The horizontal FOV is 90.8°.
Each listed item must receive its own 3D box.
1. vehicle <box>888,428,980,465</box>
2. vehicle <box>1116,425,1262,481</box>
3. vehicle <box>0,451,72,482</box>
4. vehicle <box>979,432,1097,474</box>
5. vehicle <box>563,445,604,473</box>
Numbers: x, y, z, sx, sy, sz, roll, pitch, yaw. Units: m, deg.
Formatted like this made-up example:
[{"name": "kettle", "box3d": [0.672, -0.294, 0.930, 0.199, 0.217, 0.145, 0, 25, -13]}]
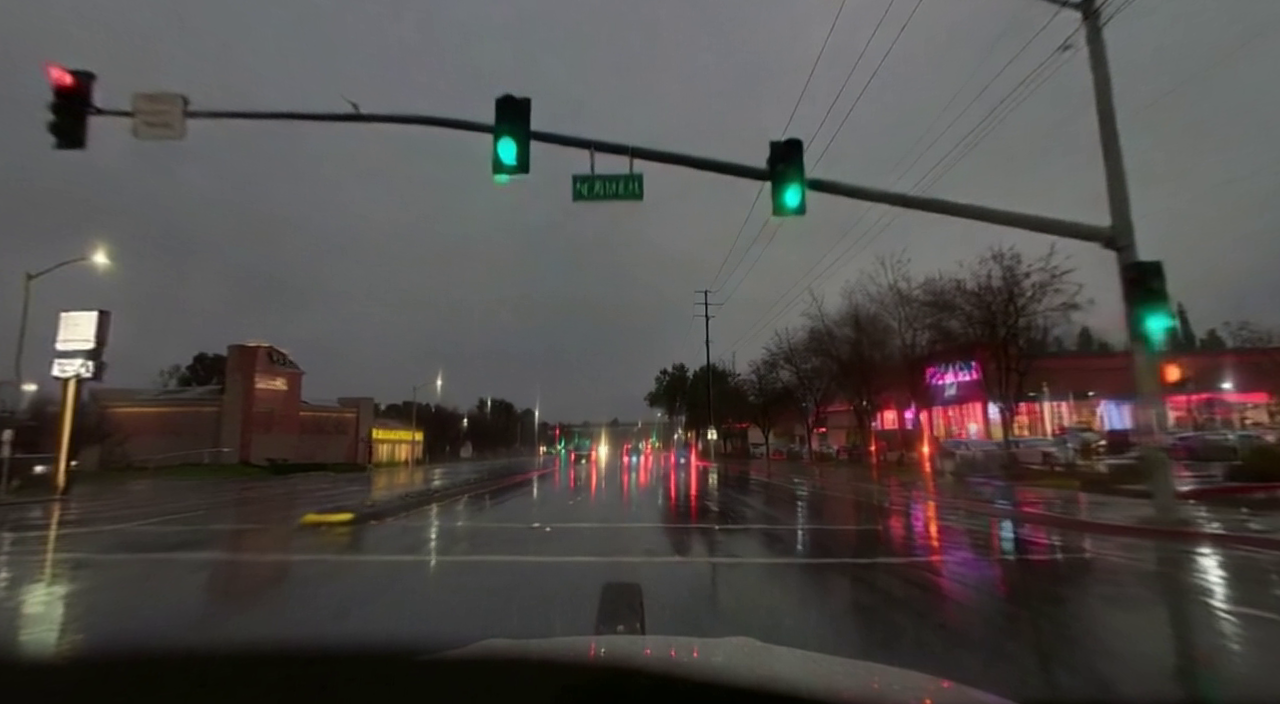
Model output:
[{"name": "vehicle", "box3d": [16.568, 5.311, 35.581, 5.004, 1.893, 2.228, 5, -10, -32]}, {"name": "vehicle", "box3d": [17.123, 3.122, 19.654, 4.759, 1.476, 1.911, 3, -12, -32]}, {"name": "vehicle", "box3d": [-33.555, 6.064, 33.603, 4.544, 1.515, 2.218, -1, -8, 3]}, {"name": "vehicle", "box3d": [16.319, 4.095, 25.870, 4.673, 1.555, 2.010, 5, -10, -30]}, {"name": "vehicle", "box3d": [-3.351, 6.445, 38.402, 2.035, 1.564, 4.702, 0, -8, 0]}]
